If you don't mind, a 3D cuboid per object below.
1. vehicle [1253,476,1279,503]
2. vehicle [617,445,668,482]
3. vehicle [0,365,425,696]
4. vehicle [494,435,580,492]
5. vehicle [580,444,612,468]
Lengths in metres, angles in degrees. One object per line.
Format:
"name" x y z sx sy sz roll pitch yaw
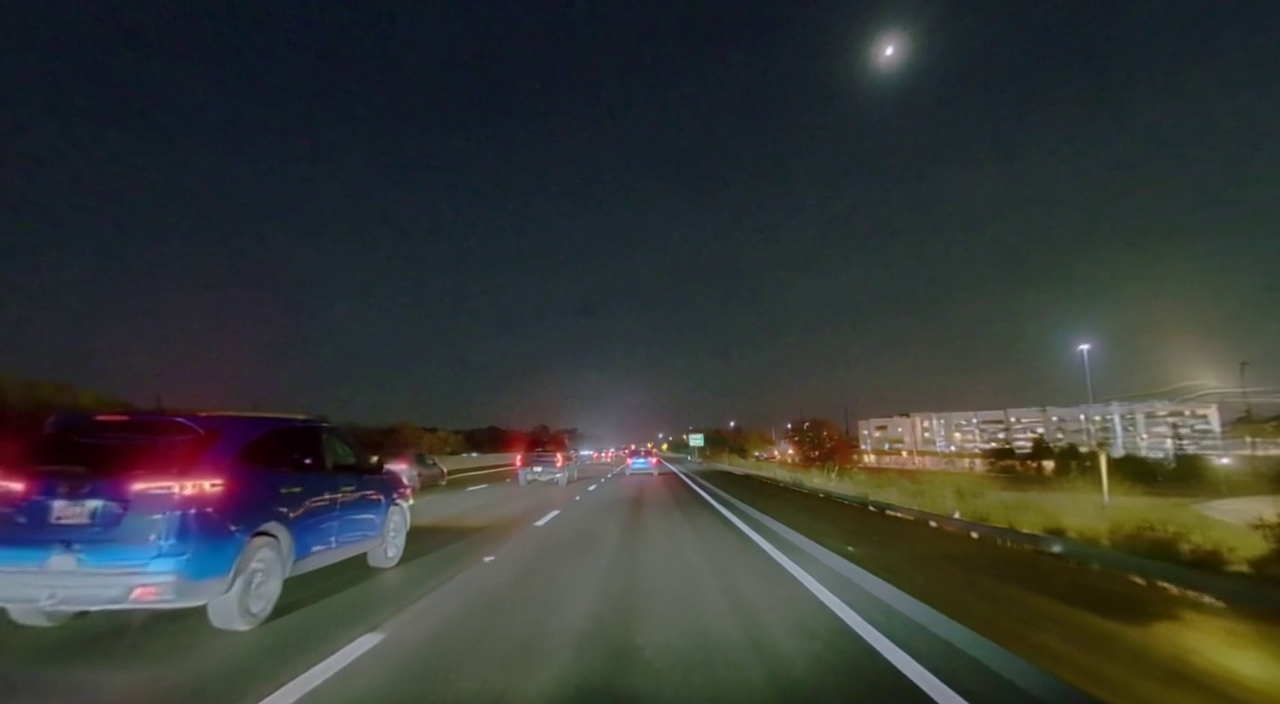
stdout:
"vehicle" 39.774 8.550 39.230 4.203 1.418 1.942 8 -12 -42
"vehicle" 0.106 4.809 27.580 2.047 1.473 3.978 0 -8 0
"vehicle" -4.190 1.391 6.277 2.198 1.848 5.346 0 -8 0
"vehicle" -3.473 3.867 22.264 2.133 1.789 4.518 -1 -8 2
"vehicle" -3.280 7.894 48.029 1.993 1.717 4.321 -1 -8 2
